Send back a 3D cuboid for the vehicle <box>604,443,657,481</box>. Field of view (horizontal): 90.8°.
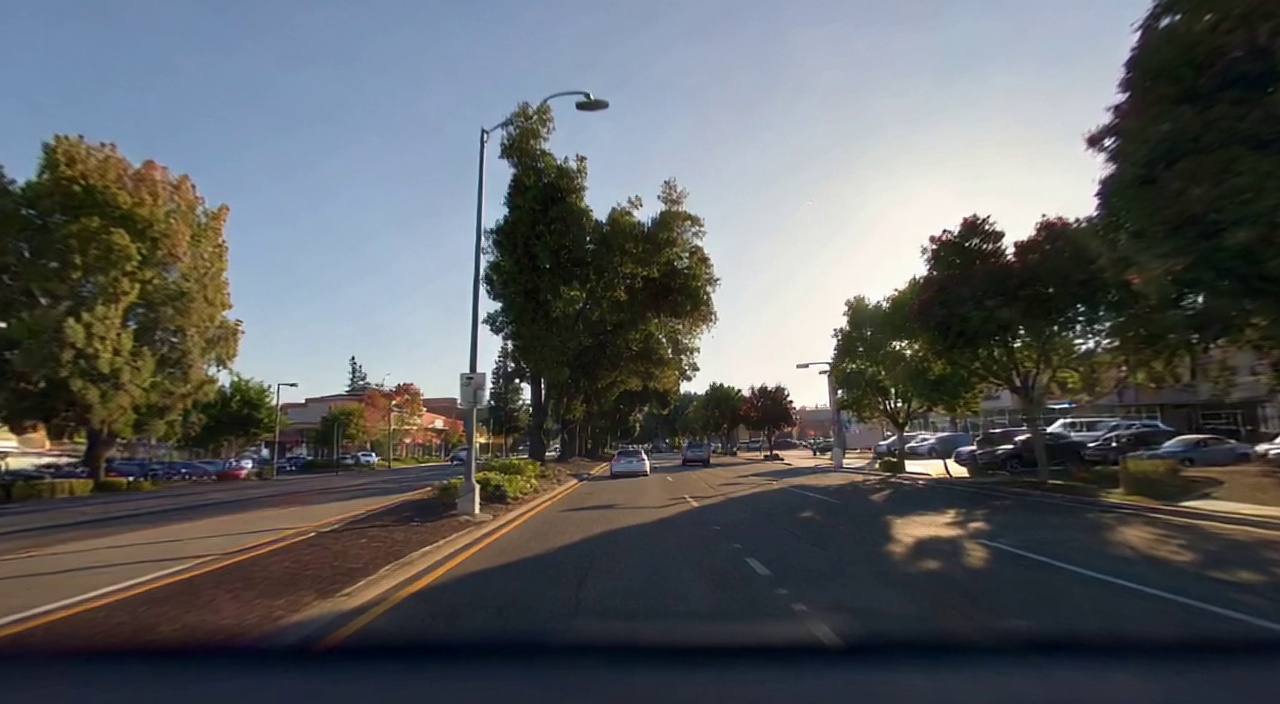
[{"bbox_3d":[-0.392,4.723,27.435,2.126,1.475,3.967,0,-8,0],"label":"vehicle"}]

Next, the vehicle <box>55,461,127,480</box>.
[{"bbox_3d":[-43.264,9.351,49.813,3.918,1.350,1.804,0,-8,-2],"label":"vehicle"}]

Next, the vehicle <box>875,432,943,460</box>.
[{"bbox_3d":[20.592,7.222,48.750,2.356,2.005,6.308,0,-8,-1],"label":"vehicle"}]

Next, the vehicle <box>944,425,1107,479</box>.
[{"bbox_3d":[16.400,4.300,27.629,2.454,1.973,7.124,-1,-8,-1],"label":"vehicle"}]

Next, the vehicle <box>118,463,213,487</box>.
[{"bbox_3d":[-30.578,7.914,40.819,4.497,1.450,2.010,0,-9,-1],"label":"vehicle"}]

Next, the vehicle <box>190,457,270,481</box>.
[{"bbox_3d":[-29.806,8.517,46.006,4.360,1.606,1.978,1,-9,-5],"label":"vehicle"}]

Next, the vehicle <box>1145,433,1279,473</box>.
[{"bbox_3d":[23.591,4.101,25.914,2.006,1.455,4.301,-1,-8,-2],"label":"vehicle"}]
